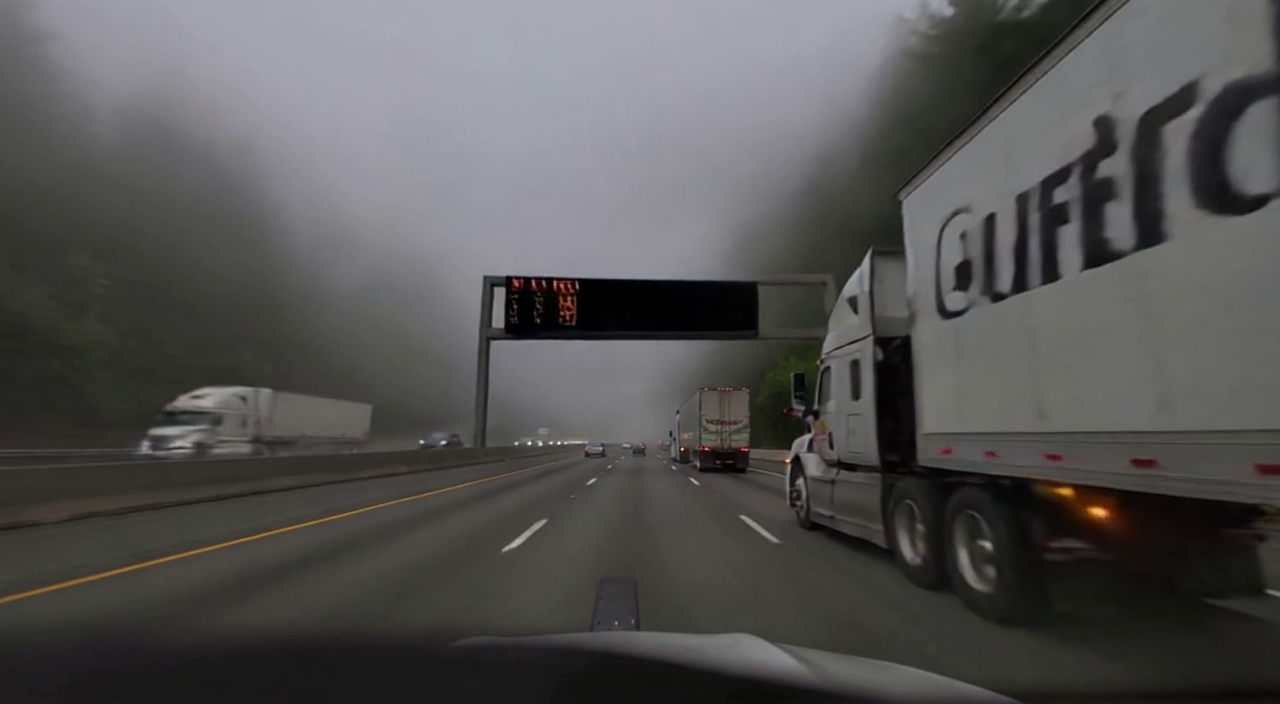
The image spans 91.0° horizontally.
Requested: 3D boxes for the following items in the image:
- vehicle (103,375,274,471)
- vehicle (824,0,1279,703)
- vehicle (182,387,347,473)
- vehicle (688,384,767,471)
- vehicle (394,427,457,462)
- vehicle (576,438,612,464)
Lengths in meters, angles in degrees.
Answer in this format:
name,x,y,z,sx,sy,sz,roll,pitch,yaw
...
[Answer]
name,x,y,z,sx,sy,sz,roll,pitch,yaw
vehicle,-20.057,3.282,28.549,3.108,3.882,5.974,0,-8,0
vehicle,3.791,-0.669,0.384,3.116,3.992,13.748,0,-8,0
vehicle,-15.999,3.482,27.638,2.704,3.282,7.174,-1,-8,1
vehicle,4.435,4.206,34.038,3.085,4.062,8.965,0,-9,1
vehicle,-11.982,5.211,35.494,1.971,1.816,4.350,0,-8,0
vehicle,-3.147,6.851,43.758,2.206,1.644,4.027,0,-8,0
